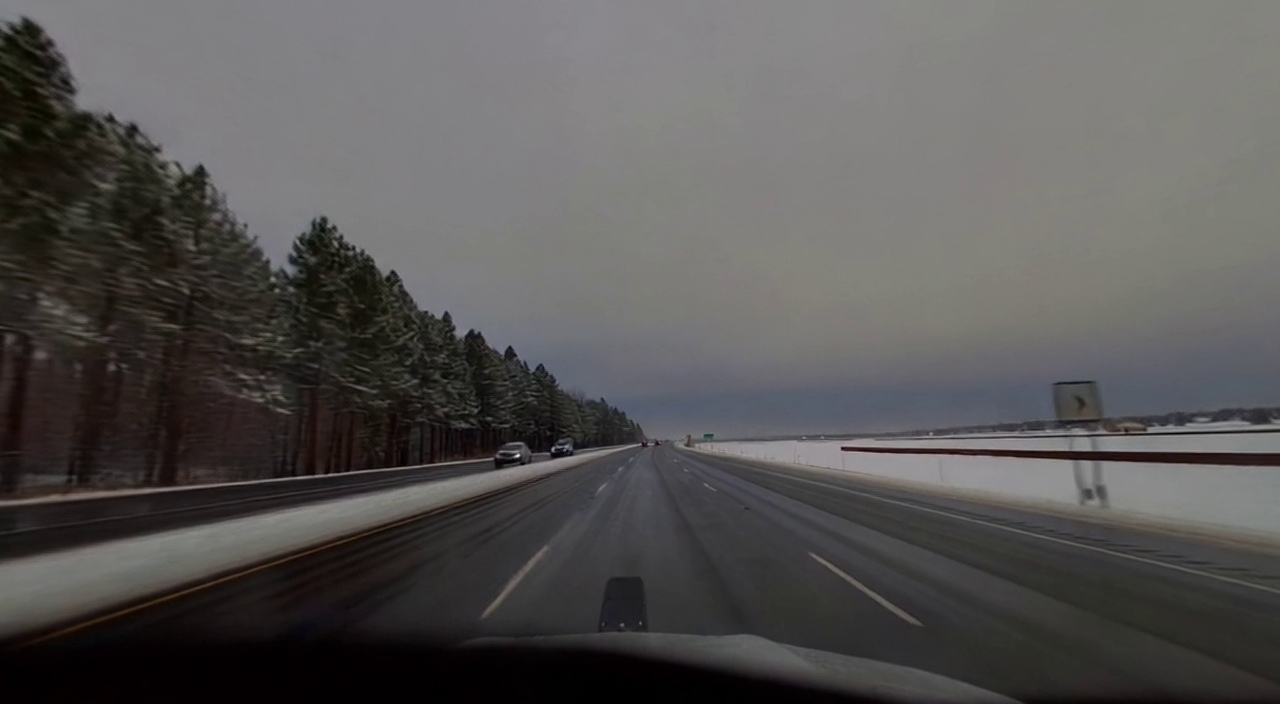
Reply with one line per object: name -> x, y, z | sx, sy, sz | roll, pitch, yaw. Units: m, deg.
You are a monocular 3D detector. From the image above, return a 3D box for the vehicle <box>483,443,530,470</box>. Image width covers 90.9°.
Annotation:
vehicle -> -8.570, 6.749, 40.863 | 2.049, 1.635, 4.407 | 0, -8, 1
